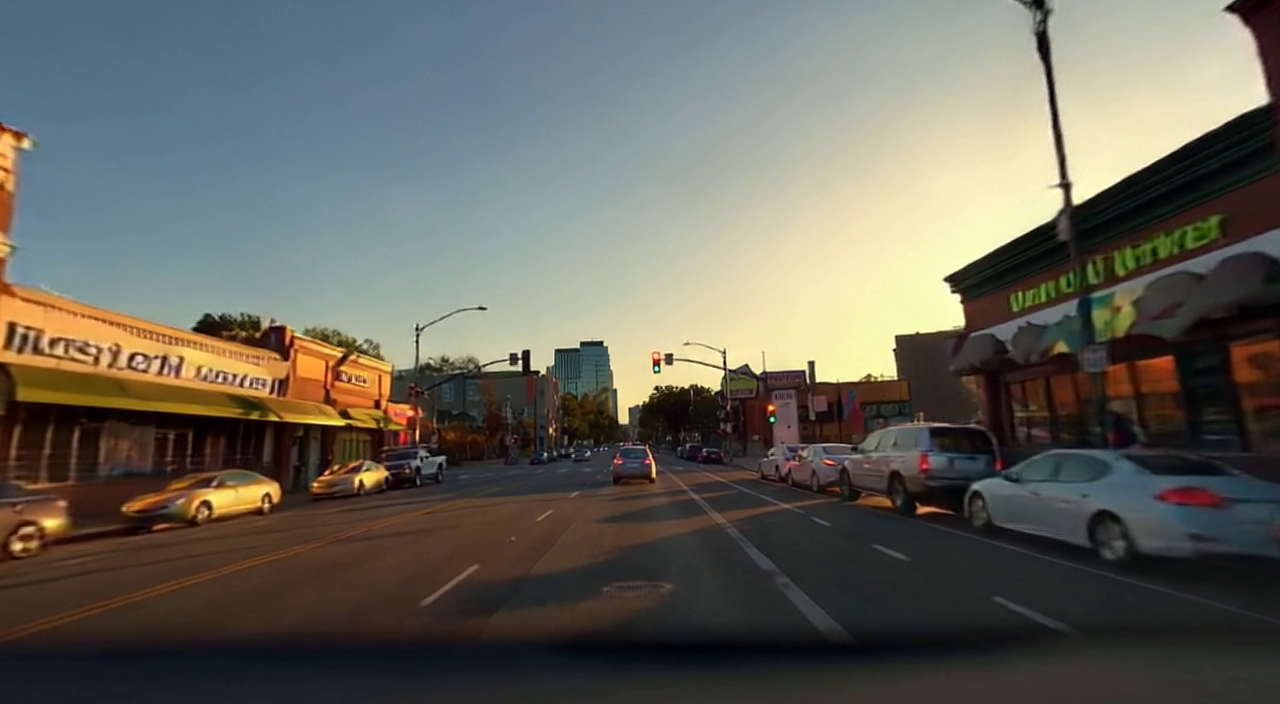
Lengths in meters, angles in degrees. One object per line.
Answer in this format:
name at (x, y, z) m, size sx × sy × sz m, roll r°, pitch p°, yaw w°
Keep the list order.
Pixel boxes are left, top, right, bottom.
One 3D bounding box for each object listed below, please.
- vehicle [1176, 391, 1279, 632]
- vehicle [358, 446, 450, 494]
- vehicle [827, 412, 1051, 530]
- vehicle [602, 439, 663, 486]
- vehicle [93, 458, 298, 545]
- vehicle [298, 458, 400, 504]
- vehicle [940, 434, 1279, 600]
vehicle at (5.861, 0.928, 2.929) m, size 1.957 × 1.806 × 5.369 m, roll 0°, pitch -8°, yaw -1°
vehicle at (-11.293, 5.641, 30.807) m, size 2.240 × 2.052 × 5.872 m, roll 0°, pitch -8°, yaw 0°
vehicle at (5.794, 2.373, 13.187) m, size 2.201 × 1.972 × 4.845 m, roll 0°, pitch -8°, yaw -1°
vehicle at (-0.269, 4.111, 23.762) m, size 2.086 × 1.575 × 4.205 m, roll 0°, pitch -8°, yaw 0°
vehicle at (-11.109, 3.697, 16.289) m, size 1.920 × 1.498 × 4.591 m, roll -5°, pitch -6°, yaw 2°
vehicle at (-11.109, 4.929, 24.562) m, size 1.868 × 1.502 × 4.626 m, roll 0°, pitch -8°, yaw -1°
vehicle at (5.850, 1.839, 8.030) m, size 1.854 × 1.498 × 4.295 m, roll 0°, pitch -8°, yaw -1°
